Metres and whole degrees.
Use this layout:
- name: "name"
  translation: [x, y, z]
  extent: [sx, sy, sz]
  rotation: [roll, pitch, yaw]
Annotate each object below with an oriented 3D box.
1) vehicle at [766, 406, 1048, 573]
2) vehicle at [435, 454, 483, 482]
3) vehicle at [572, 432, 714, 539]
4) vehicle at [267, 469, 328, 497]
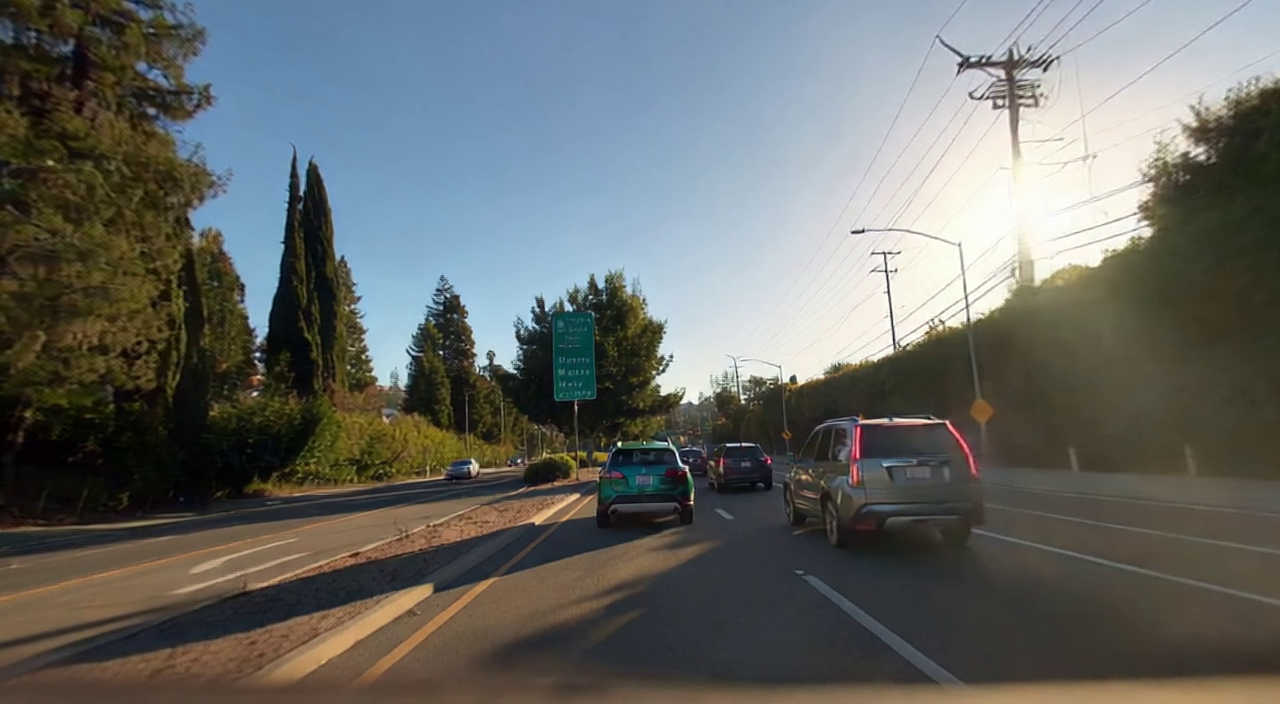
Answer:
- name: "vehicle"
  translation: [3.401, 1.860, 9.326]
  extent: [2.097, 1.818, 4.625]
  rotation: [0, -9, 0]
- name: "vehicle"
  translation: [-13.273, 8.516, 46.669]
  extent: [2.107, 1.931, 5.015]
  rotation: [0, -9, -1]
- name: "vehicle"
  translation: [0.026, 2.402, 12.006]
  extent: [2.199, 1.641, 4.232]
  rotation: [0, -9, -1]
- name: "vehicle"
  translation: [-22.585, 8.630, 41.808]
  extent: [1.847, 1.554, 3.926]
  rotation: [0, -9, 0]
